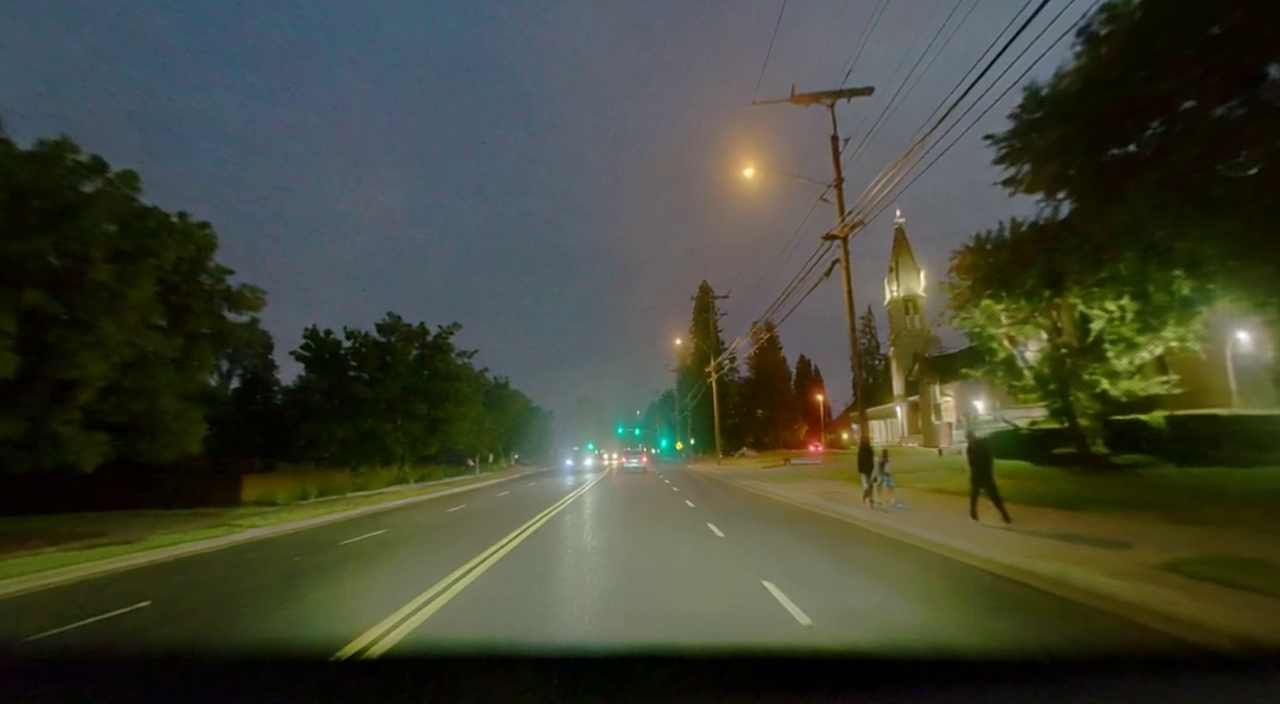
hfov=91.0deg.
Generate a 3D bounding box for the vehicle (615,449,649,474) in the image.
[{"bbox_3d":[-0.518,6.929,40.105,2.093,1.497,4.010,0,-9,-1],"label":"vehicle"}]

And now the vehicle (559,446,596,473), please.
[{"bbox_3d":[-4.688,8.158,47.828,2.212,1.906,4.958,-1,-9,2],"label":"vehicle"}]
